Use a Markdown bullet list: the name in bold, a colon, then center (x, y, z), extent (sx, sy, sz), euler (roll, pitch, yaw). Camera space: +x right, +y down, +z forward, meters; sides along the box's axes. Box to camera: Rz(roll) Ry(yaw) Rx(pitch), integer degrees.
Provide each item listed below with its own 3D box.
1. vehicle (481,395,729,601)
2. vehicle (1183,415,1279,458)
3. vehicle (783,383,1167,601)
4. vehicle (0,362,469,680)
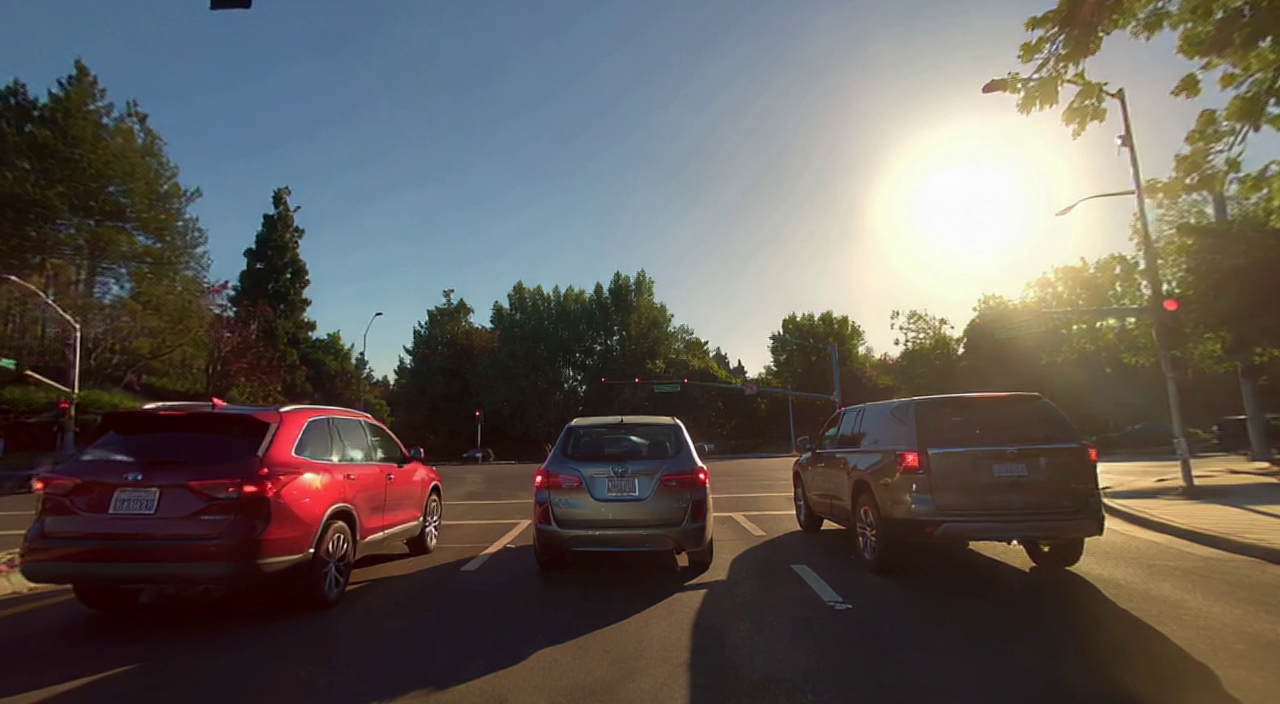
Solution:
- **vehicle**: center (-0.239, 1.512, 7.321), extent (2.067, 1.702, 3.987), euler (0, -8, 2)
- **vehicle**: center (27.761, 3.828, 28.391), extent (4.535, 1.872, 1.975), euler (0, -9, 3)
- **vehicle**: center (3.271, 1.483, 7.515), extent (2.083, 1.779, 4.532), euler (0, -8, 0)
- **vehicle**: center (-3.276, 1.281, 5.882), extent (2.047, 1.810, 4.414), euler (0, -8, 1)
